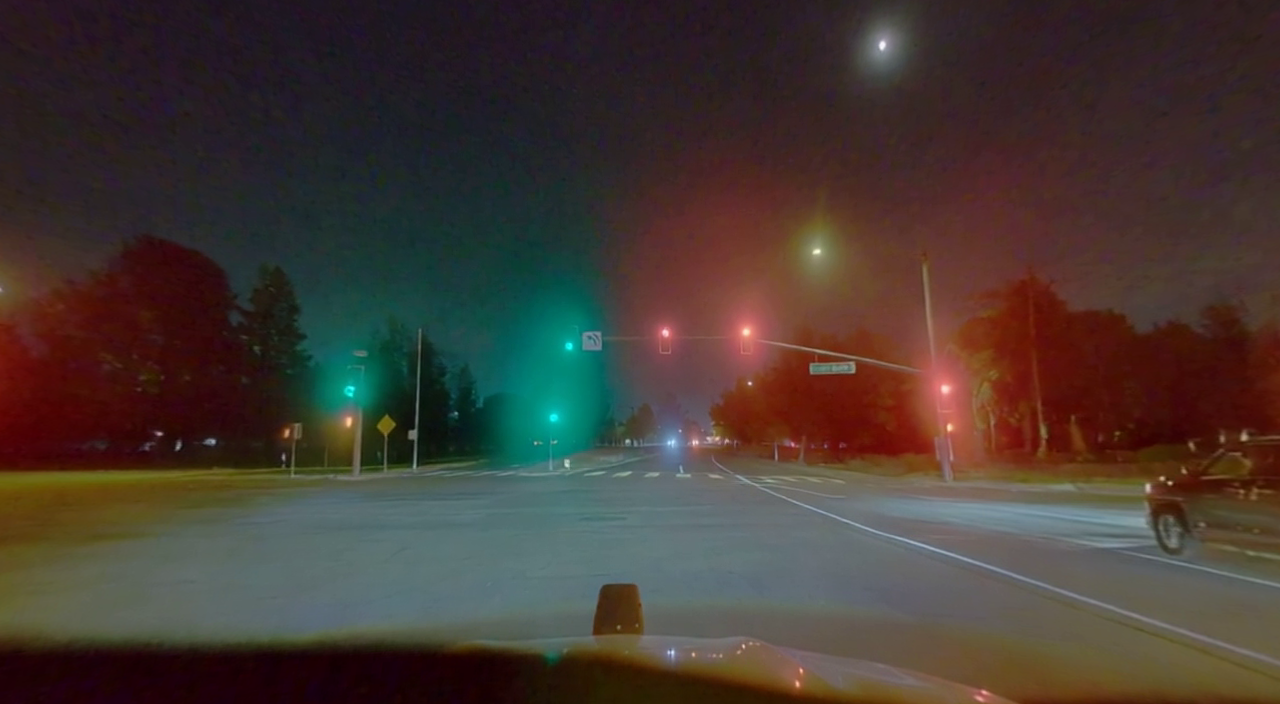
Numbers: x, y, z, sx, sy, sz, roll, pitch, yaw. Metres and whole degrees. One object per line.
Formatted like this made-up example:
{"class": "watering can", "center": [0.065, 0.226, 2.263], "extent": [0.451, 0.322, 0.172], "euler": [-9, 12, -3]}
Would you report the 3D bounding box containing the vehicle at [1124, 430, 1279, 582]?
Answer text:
{"class": "vehicle", "center": [7.371, 1.590, 6.636], "extent": [1.797, 1.518, 3.433], "euler": [0, -9, 0]}
